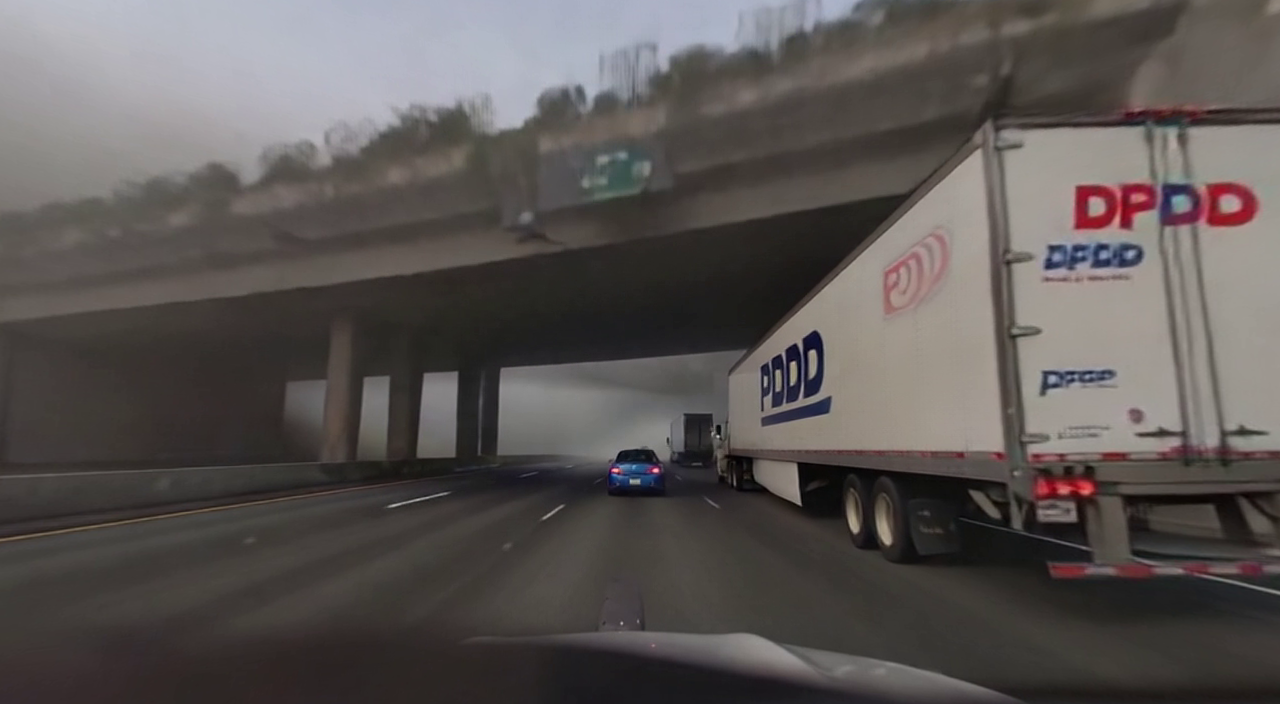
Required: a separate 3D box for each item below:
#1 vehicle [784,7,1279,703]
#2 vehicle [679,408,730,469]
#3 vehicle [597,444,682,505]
[{"bbox_3d":[4.163,0.490,7.638,2.802,3.956,8.291,0,-9,0],"label":"vehicle"},{"bbox_3d":[4.537,6.425,46.319,2.801,4.039,8.684,0,-9,0],"label":"vehicle"},{"bbox_3d":[-0.020,3.233,17.045,2.029,1.437,3.794,0,-9,0],"label":"vehicle"}]
